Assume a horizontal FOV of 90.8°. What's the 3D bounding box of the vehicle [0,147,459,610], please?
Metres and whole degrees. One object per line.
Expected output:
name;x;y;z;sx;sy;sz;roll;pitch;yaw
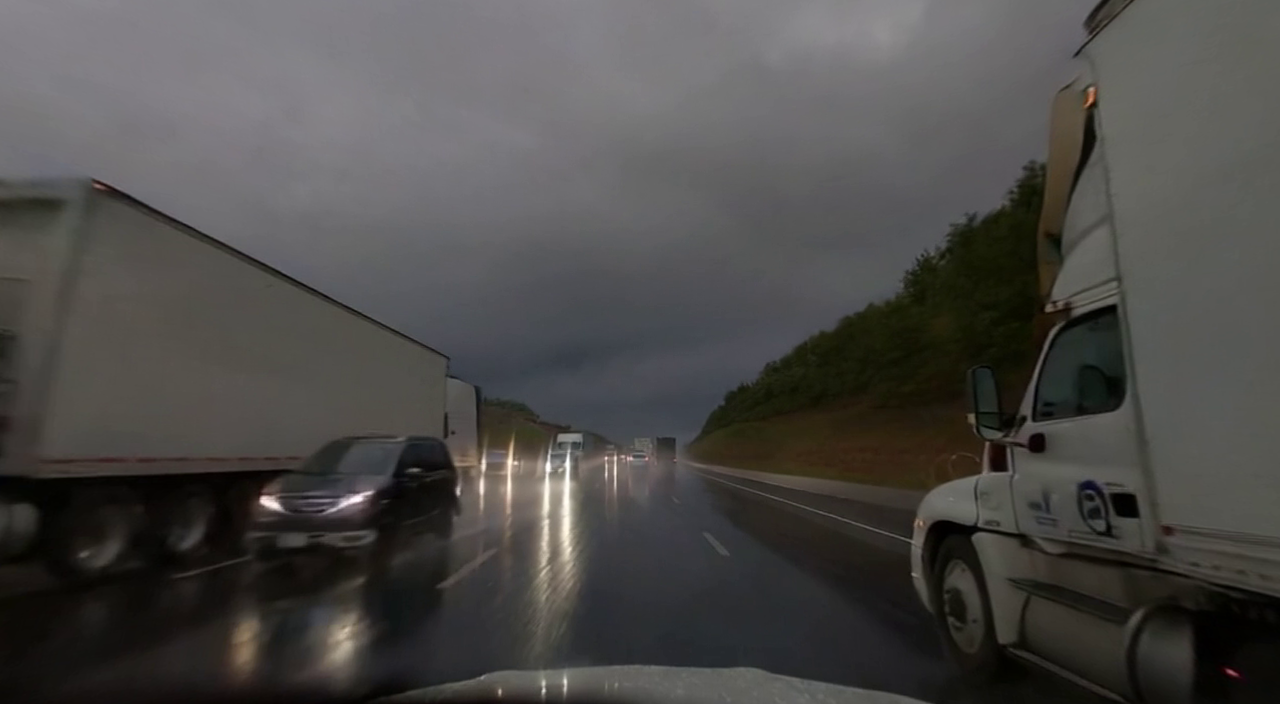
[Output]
vehicle;-7.033;1.246;12.362;2.892;4.087;14.120;0;-9;0

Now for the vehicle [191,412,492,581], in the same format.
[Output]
vehicle;-3.754;1.914;9.132;2.088;1.800;4.543;0;-9;0

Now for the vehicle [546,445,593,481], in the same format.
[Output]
vehicle;-3.847;6.127;35.074;2.127;1.806;4.243;0;-9;0

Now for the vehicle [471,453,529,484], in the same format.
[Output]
vehicle;-7.178;5.982;32.809;1.997;1.453;4.497;0;-9;0
